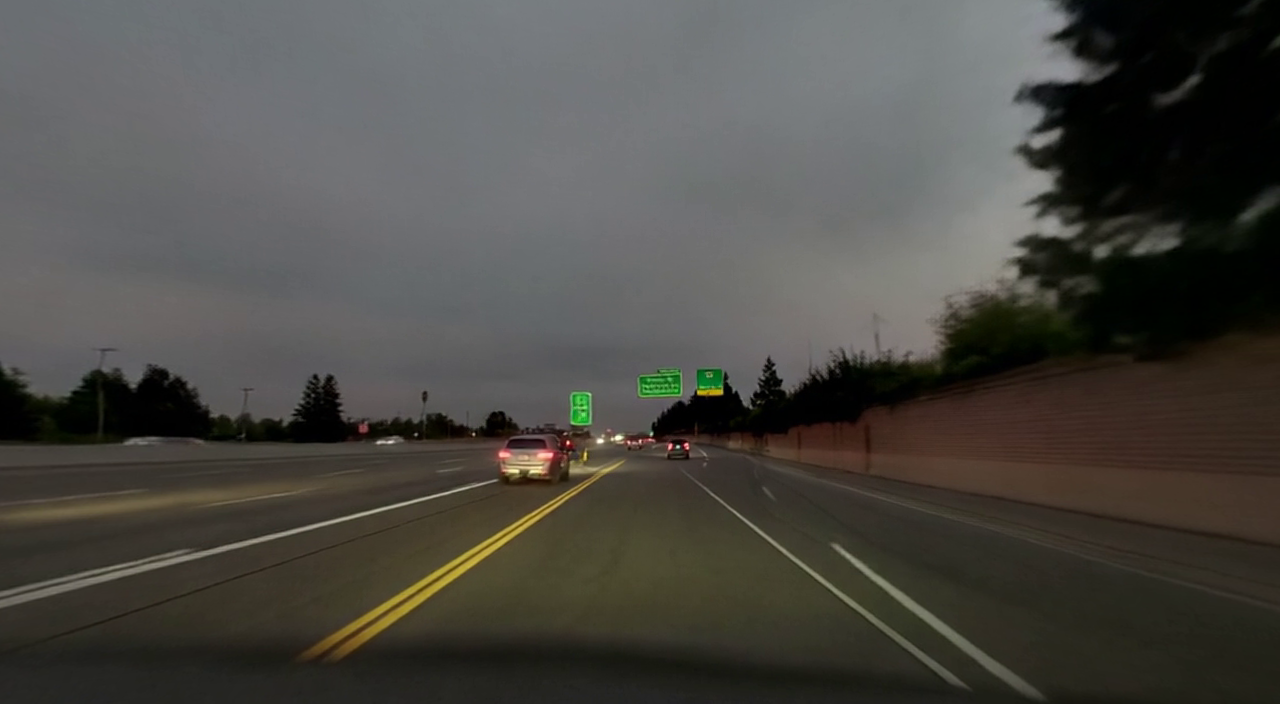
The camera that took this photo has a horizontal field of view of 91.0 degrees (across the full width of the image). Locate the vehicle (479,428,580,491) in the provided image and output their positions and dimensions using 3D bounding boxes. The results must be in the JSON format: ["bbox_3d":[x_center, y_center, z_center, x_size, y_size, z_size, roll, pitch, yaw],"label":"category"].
[{"bbox_3d":[-3.282,3.333,19.830,2.151,1.707,4.759,0,-9,2],"label":"vehicle"}]
